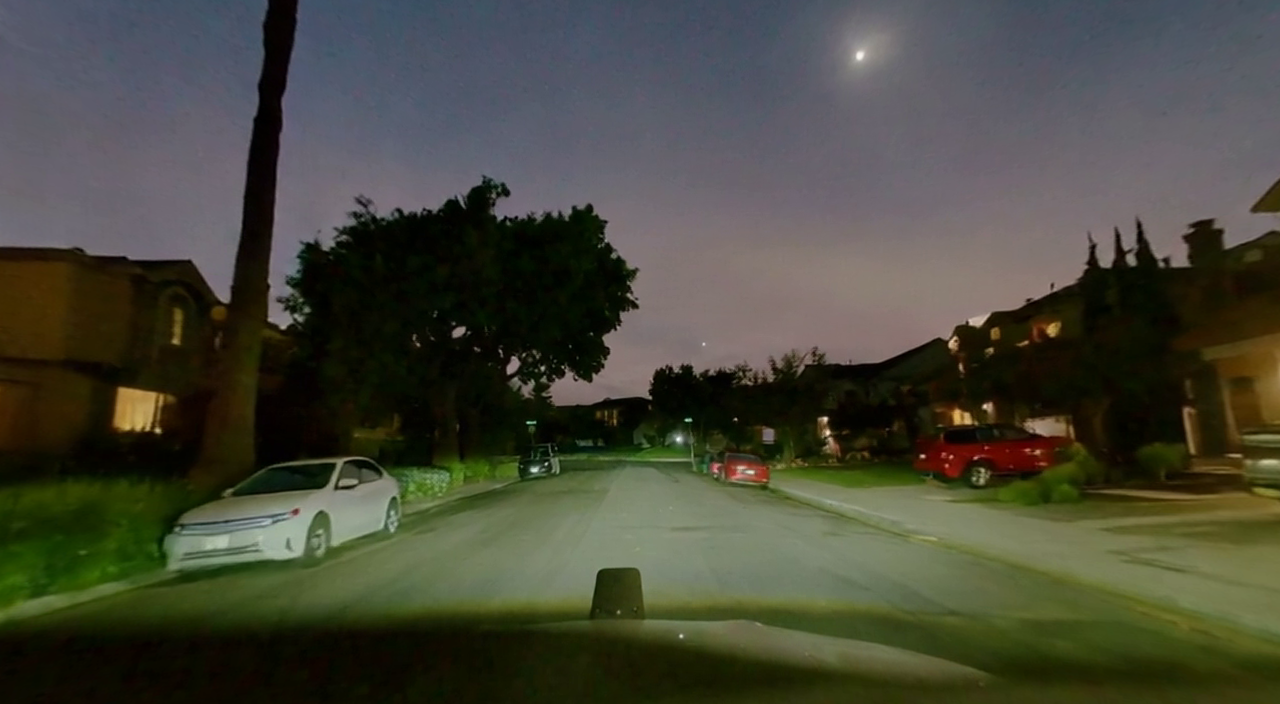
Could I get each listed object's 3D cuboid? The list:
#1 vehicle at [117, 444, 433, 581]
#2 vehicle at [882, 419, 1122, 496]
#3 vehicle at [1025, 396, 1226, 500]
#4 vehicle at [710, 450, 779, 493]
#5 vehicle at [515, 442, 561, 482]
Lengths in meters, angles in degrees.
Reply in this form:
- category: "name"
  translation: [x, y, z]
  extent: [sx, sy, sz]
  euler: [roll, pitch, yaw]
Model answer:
- category: "vehicle"
  translation: [-4.782, 2.168, 9.309]
  extent: [2.080, 1.479, 4.531]
  euler: [0, -10, -2]
- category: "vehicle"
  translation: [9.474, 2.791, 16.911]
  extent: [5.068, 1.888, 2.062]
  euler: [-1, -8, 1]
- category: "vehicle"
  translation: [10.600, 2.110, 13.999]
  extent: [2.712, 1.898, 1.838]
  euler: [-5, -8, 0]
- category: "vehicle"
  translation: [3.945, 4.556, 24.574]
  extent: [1.867, 1.480, 4.678]
  euler: [0, -9, 0]
- category: "vehicle"
  translation: [-5.404, 5.690, 33.070]
  extent: [2.106, 1.914, 4.363]
  euler: [2, -8, -12]
